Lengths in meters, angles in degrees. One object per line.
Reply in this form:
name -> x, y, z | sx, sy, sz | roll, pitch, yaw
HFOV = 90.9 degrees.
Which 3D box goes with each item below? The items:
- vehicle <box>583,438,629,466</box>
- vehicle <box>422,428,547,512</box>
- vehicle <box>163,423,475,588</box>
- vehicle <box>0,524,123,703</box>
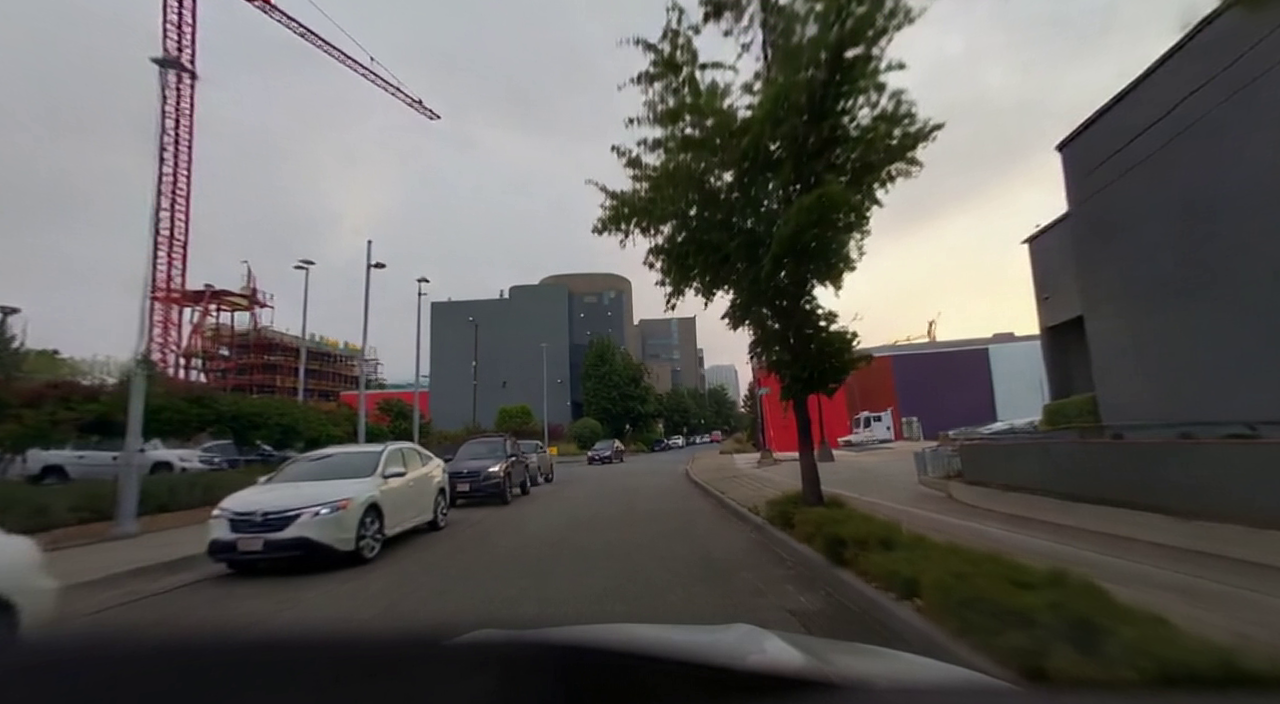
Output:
vehicle -> -2.083, 6.286, 39.803 | 1.967, 1.646, 4.192 | -2, -8, 10
vehicle -> -3.529, 2.736, 15.156 | 2.026, 1.699, 4.224 | 0, -8, -1
vehicle -> -3.787, 1.837, 8.491 | 1.980, 1.635, 4.153 | 0, -8, 0
vehicle -> -3.994, 1.297, 2.017 | 1.741, 0.964, 3.497 | 0, -8, 0
